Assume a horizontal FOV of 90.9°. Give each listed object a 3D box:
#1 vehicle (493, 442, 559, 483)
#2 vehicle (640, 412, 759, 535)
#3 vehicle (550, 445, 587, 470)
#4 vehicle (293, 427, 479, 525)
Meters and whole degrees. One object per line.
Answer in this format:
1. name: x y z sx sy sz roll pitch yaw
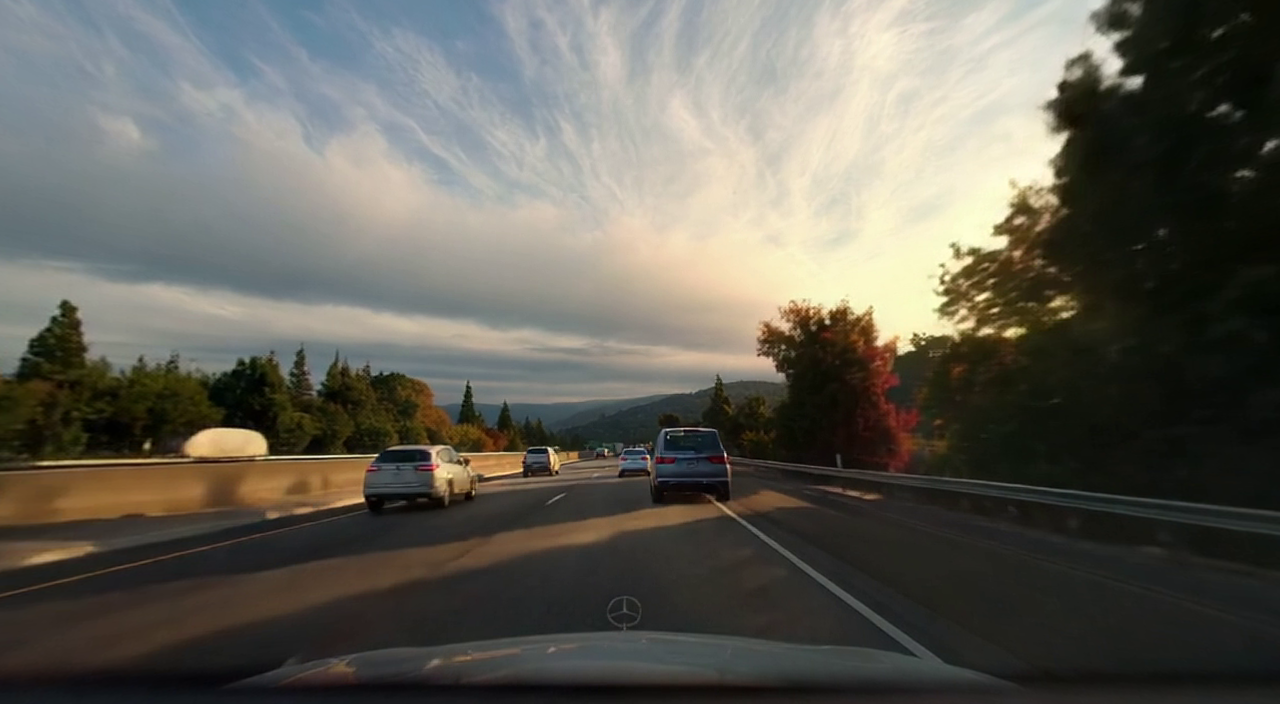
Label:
1. vehicle: -4.559 4.468 25.752 1.867 1.489 3.829 0 -9 1
2. vehicle: 0.933 2.214 11.957 1.825 1.920 3.960 0 -9 -1
3. vehicle: -4.551 6.749 40.598 1.855 1.527 4.209 0 -9 1
4. vehicle: -4.859 2.423 12.829 1.934 1.642 4.201 0 -9 1
